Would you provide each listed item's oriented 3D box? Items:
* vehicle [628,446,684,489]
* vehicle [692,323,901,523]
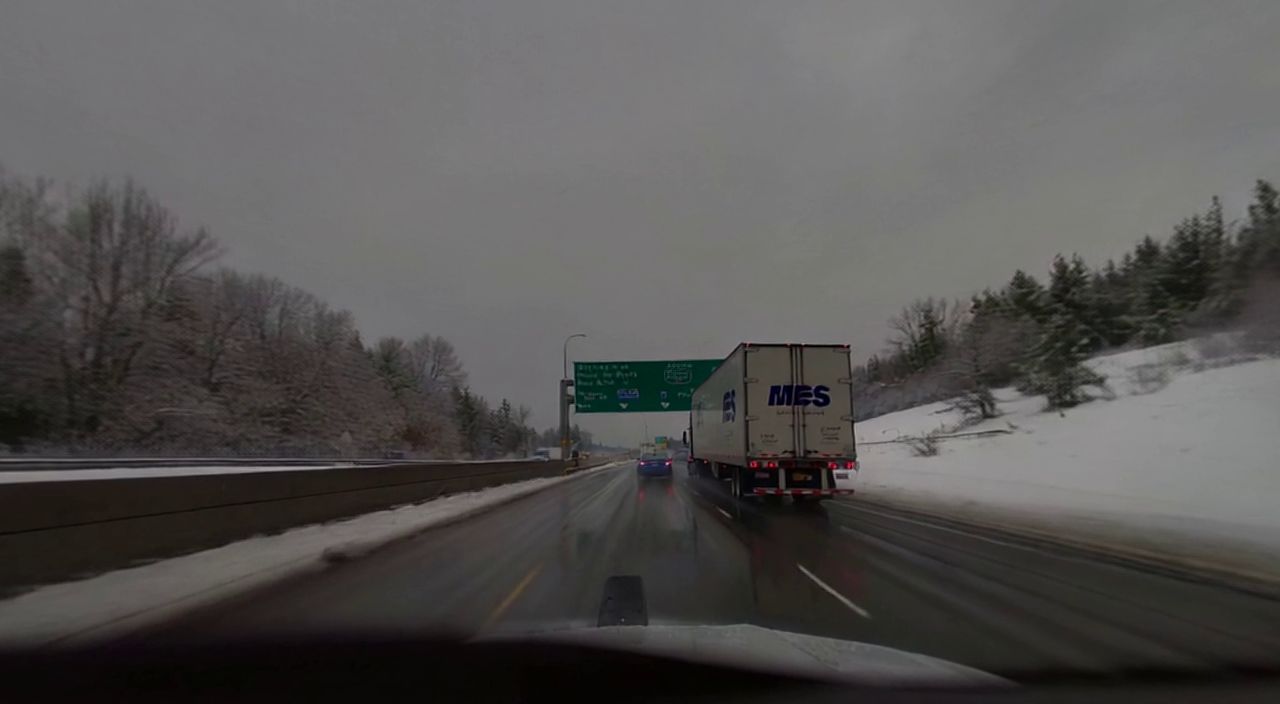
[{"bbox_3d":[0.598,4.722,26.045,2.121,1.642,3.828,0,-9,0],"label":"vehicle"},{"bbox_3d":[3.758,2.492,20.022,3.002,4.104,14.174,0,-9,0],"label":"vehicle"}]
